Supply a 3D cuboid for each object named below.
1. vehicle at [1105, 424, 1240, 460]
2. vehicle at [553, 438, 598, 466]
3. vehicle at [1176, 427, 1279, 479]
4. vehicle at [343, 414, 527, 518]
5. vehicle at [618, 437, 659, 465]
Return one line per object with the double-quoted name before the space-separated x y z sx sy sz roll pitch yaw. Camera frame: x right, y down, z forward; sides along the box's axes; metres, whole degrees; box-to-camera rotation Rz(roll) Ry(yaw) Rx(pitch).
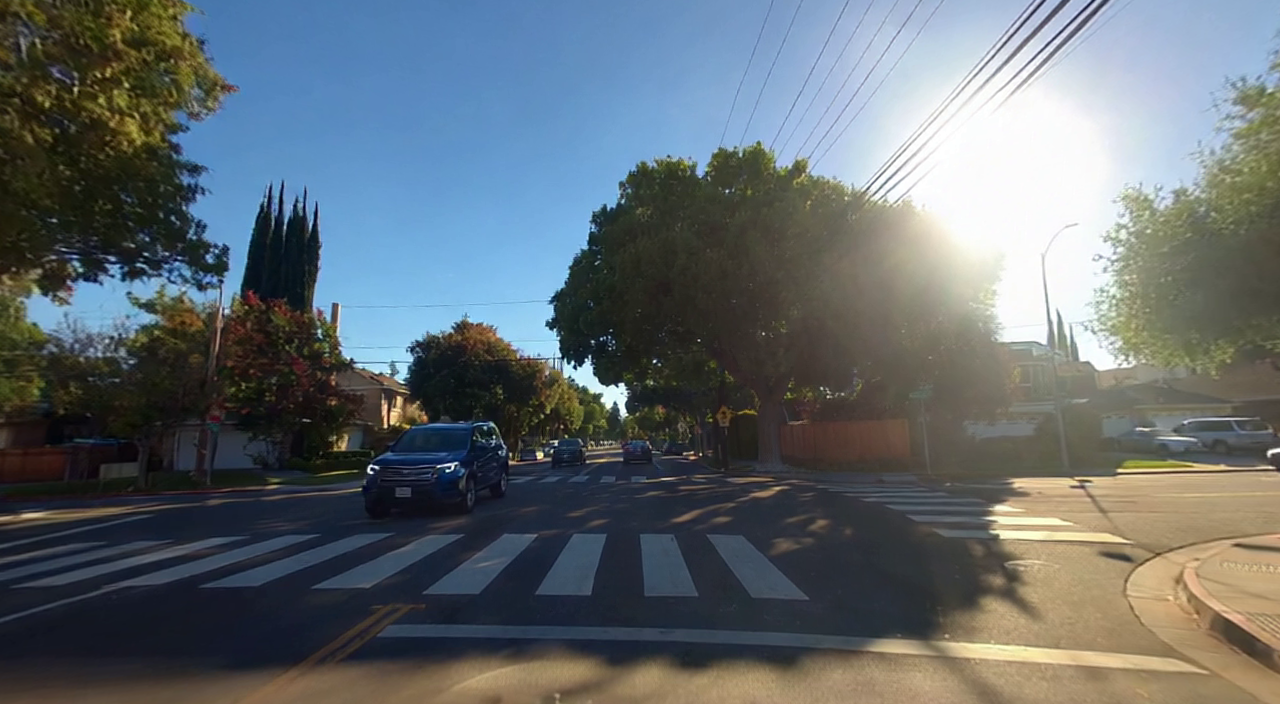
"vehicle" 23.418 4.014 28.087 1.841 1.448 4.688 0 -9 -1
"vehicle" -3.609 5.706 36.094 2.102 1.463 4.024 0 -9 1
"vehicle" 19.088 2.940 18.434 2.053 1.472 4.915 2 -9 -11
"vehicle" -3.923 2.298 13.179 2.330 1.768 4.553 0 -9 0
"vehicle" -0.128 5.619 35.999 2.209 1.501 4.208 0 -9 -1
